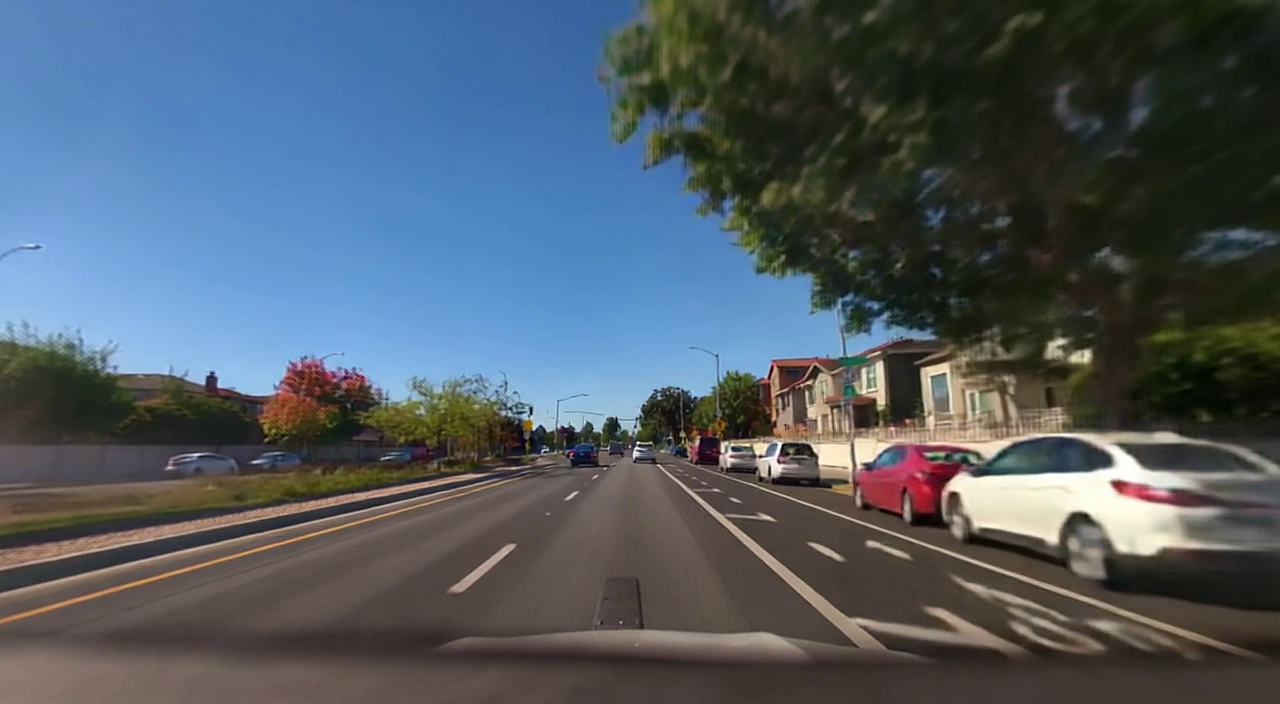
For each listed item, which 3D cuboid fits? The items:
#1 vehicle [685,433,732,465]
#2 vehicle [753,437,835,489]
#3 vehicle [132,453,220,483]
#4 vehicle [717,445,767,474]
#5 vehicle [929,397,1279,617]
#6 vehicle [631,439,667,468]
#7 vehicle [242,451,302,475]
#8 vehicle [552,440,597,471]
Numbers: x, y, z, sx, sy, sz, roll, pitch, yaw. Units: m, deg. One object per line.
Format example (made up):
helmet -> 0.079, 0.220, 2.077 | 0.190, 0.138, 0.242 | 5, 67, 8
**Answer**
vehicle -> 5.245, 7.632, 49.855 | 2.763, 2.329, 7.864 | 0, -8, 0
vehicle -> 5.696, 4.141, 23.990 | 2.020, 1.762, 4.559 | 0, -9, 1
vehicle -> -25.998, 6.486, 35.597 | 1.855, 1.552, 4.092 | 0, -9, -1
vehicle -> 5.619, 5.983, 35.353 | 1.910, 1.520, 4.375 | 0, -9, -3
vehicle -> 5.773, 1.648, 7.737 | 2.154, 1.824, 4.782 | 0, -9, 0
vehicle -> 0.540, 6.943, 43.385 | 2.273, 1.851, 5.075 | 0, -9, -1
vehicle -> -25.792, 7.780, 44.433 | 1.794, 1.595, 4.123 | 0, -9, 0
vehicle -> -3.924, 6.344, 38.840 | 2.233, 1.775, 4.491 | 0, -9, 1
